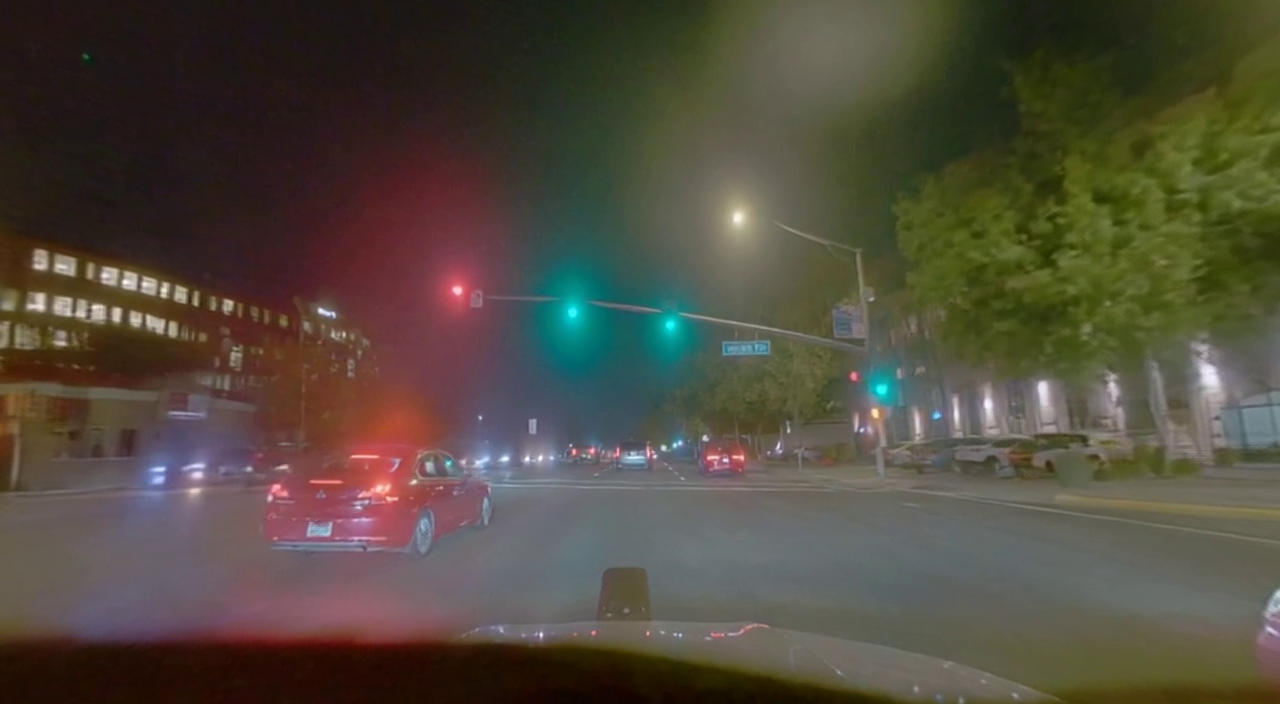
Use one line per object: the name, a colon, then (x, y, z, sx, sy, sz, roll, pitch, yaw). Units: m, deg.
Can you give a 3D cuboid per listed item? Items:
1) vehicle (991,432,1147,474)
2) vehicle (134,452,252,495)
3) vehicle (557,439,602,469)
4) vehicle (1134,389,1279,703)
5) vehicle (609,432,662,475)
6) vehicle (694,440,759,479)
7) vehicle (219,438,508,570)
vehicle: (16.109, 3.805, 23.854, 4.407, 1.492, 1.930, -1, -8, 2)
vehicle: (-19.447, 5.260, 27.678, 1.988, 1.625, 4.260, 0, -8, 1)
vehicle: (-3.474, 5.931, 36.911, 2.130, 1.645, 3.995, 0, -8, 1)
vehicle: (3.305, 0.643, 0.595, 2.052, 1.475, 4.540, 0, -8, 1)
vehicle: (-0.201, 4.925, 30.915, 2.361, 1.898, 4.465, 0, -8, 0)
vehicle: (3.525, 4.473, 26.515, 2.058, 1.472, 4.317, 0, -8, 0)
vehicle: (-3.356, 1.888, 8.686, 2.115, 1.369, 3.908, 0, -8, 2)
